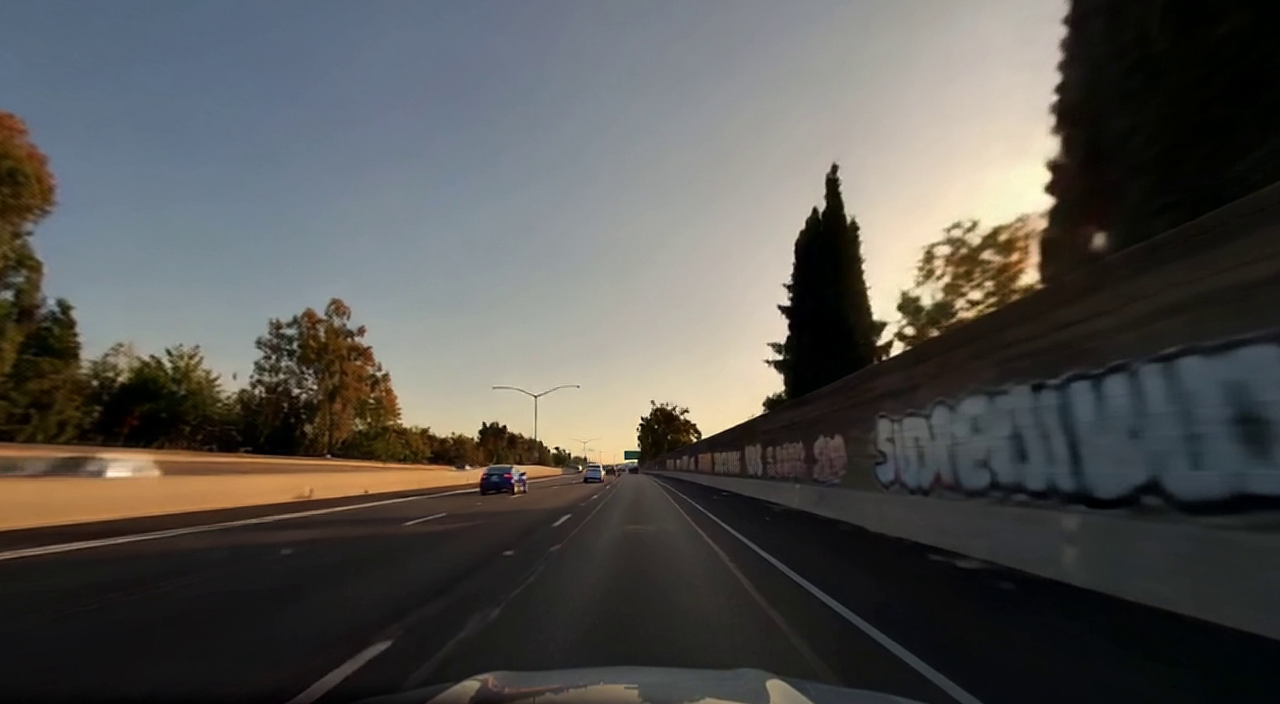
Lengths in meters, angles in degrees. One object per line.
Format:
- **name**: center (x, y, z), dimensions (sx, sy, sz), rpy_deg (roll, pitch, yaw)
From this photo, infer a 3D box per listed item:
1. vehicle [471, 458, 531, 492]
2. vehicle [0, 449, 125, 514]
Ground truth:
- **vehicle**: center (-7.208, 6.462, 33.144), dimensions (2.124, 1.630, 4.416), rpy_deg (1, -10, 0)
- **vehicle**: center (-18.979, 3.899, 19.195), dimensions (2.278, 1.773, 4.993), rpy_deg (1, -10, 0)
